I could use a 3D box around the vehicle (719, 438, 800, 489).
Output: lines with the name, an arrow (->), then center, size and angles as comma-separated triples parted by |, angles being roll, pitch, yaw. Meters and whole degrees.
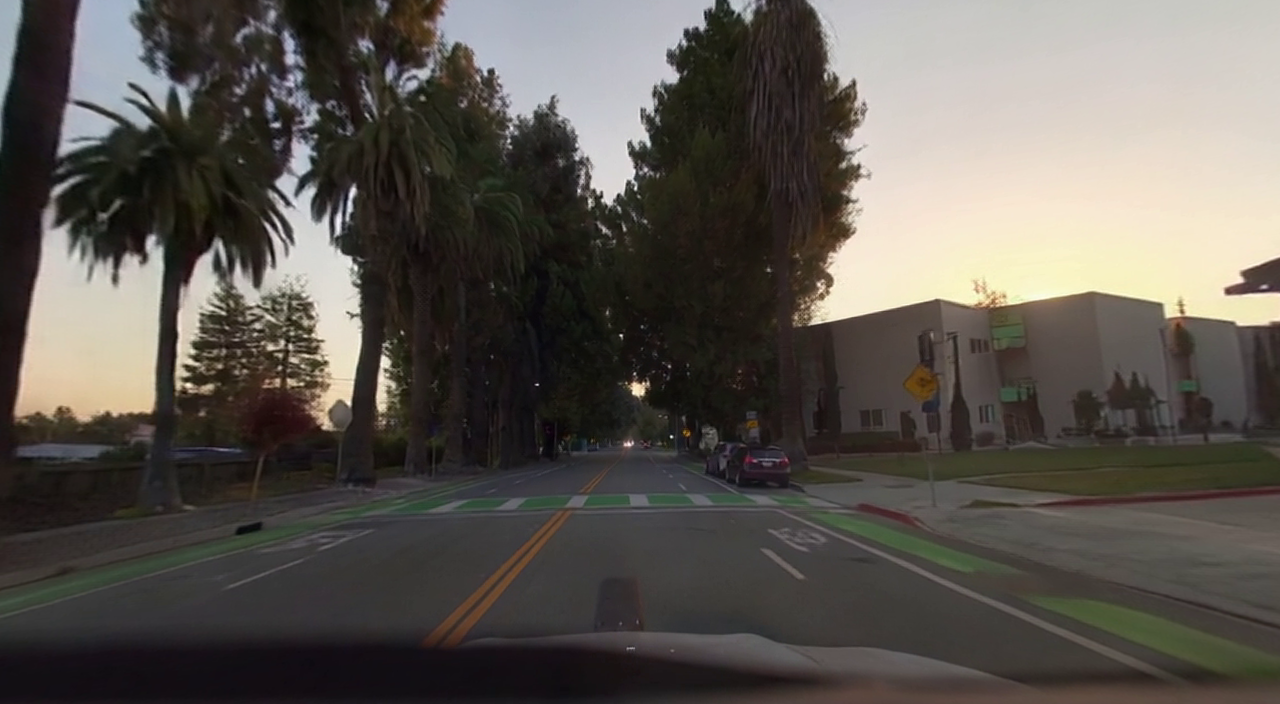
vehicle -> 4.251, 4.023, 23.206 | 1.997, 1.640, 4.494 | 0, -9, -1
